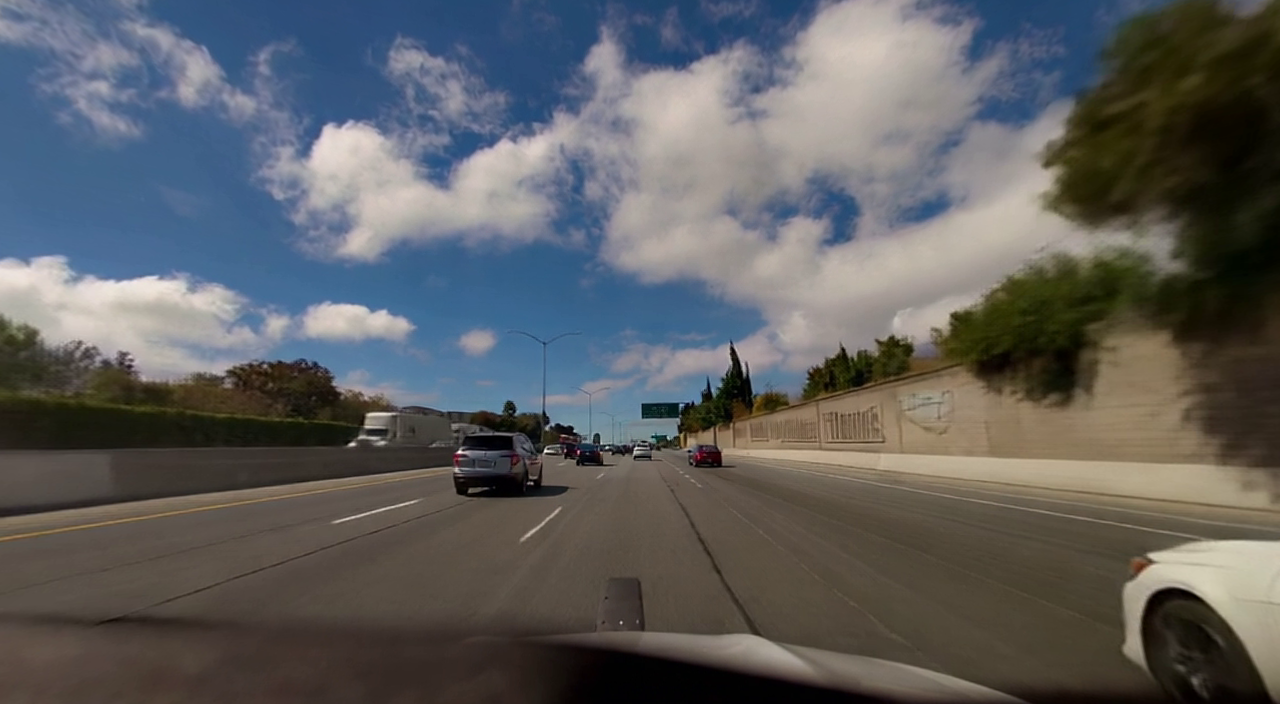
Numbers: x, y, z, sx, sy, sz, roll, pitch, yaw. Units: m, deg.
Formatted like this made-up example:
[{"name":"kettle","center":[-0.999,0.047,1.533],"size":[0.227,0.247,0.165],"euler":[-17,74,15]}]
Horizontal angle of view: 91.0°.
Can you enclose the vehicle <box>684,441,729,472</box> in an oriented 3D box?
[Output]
[{"name":"vehicle","center":[3.969,6.311,38.325],"size":[2.224,1.752,4.487],"euler":[0,-9,0]}]

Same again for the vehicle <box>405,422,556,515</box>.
[{"name":"vehicle","center":[-3.532,2.719,15.296],"size":[2.184,1.819,5.441],"euler":[0,-9,1]}]

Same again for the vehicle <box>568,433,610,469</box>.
[{"name":"vehicle","center":[-3.315,6.522,41.716],"size":[2.378,2.214,4.352],"euler":[0,-9,0]}]

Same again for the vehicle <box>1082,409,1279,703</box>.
[{"name":"vehicle","center":[3.501,0.834,1.234],"size":[1.916,1.566,4.611],"euler":[0,-9,0]}]

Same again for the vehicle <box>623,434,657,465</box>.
[{"name":"vehicle","center":[0.043,7.583,48.977],"size":[2.485,2.215,5.199],"euler":[0,-9,0]}]
